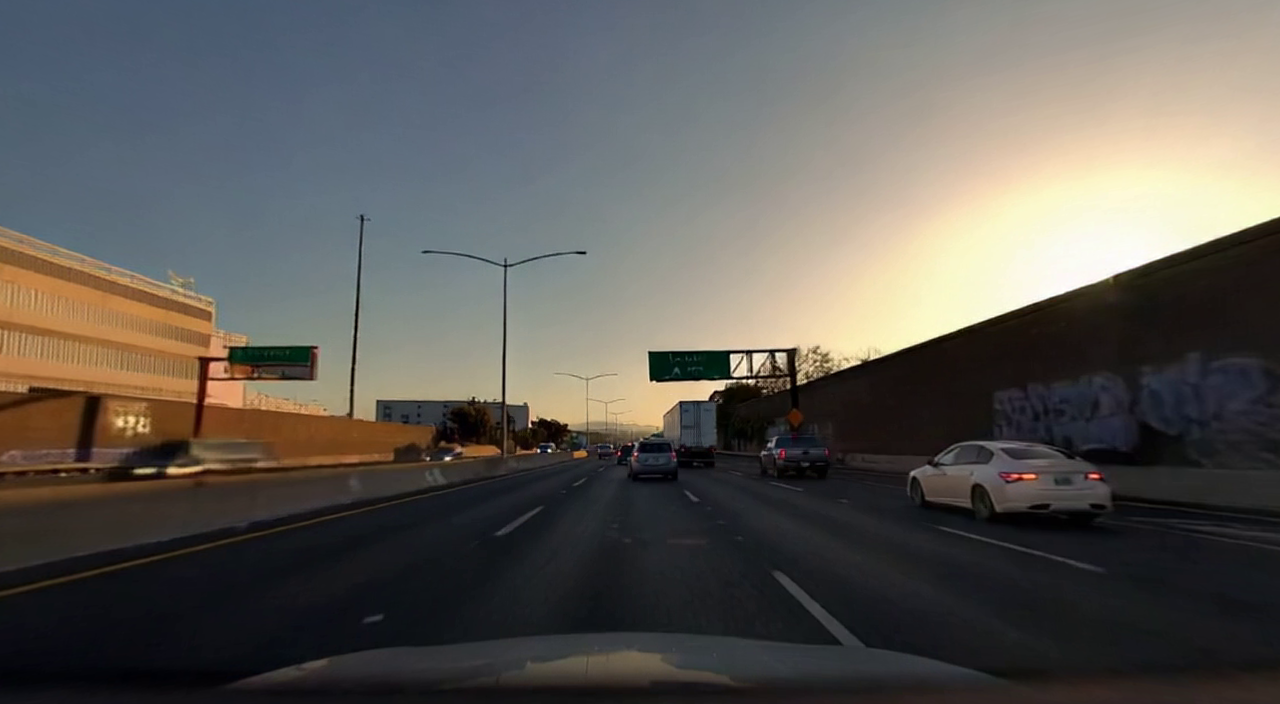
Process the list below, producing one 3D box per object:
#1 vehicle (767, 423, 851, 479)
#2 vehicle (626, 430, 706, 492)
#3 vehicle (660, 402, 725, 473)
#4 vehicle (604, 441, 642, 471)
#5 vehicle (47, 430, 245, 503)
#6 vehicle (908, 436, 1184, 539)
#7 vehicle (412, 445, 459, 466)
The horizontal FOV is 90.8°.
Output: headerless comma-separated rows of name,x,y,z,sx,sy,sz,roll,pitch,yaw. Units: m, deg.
vehicle,7.832,4.683,30.094,2.322,2.360,6.433,0,-9,1
vehicle,0.729,3.666,21.605,2.249,1.843,5.176,0,-9,-3
vehicle,3.038,5.461,39.821,2.976,3.806,10.591,0,-9,-1
vehicle,-0.963,5.938,36.250,2.073,1.640,3.990,0,-9,-1
vehicle,-10.549,2.458,13.843,1.610,1.395,3.344,0,-9,-1
vehicle,6.963,2.345,11.650,1.915,1.476,4.677,0,-9,-1
vehicle,-14.330,7.249,44.505,2.065,1.401,3.497,0,-9,1
